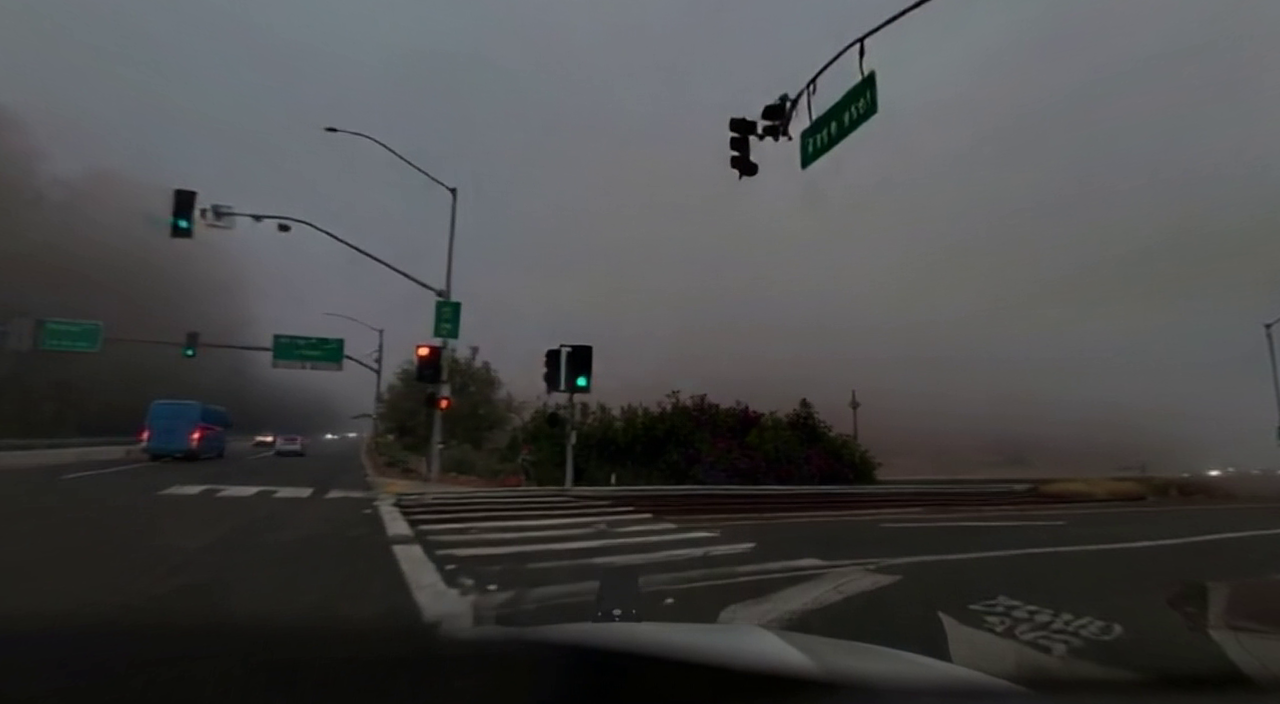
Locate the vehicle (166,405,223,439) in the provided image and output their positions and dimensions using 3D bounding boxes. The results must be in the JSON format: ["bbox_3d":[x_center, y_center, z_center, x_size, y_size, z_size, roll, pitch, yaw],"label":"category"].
[{"bbox_3d":[-34.375,5.523,48.946,2.698,2.312,7.326,5,-10,-29],"label":"vehicle"}]
